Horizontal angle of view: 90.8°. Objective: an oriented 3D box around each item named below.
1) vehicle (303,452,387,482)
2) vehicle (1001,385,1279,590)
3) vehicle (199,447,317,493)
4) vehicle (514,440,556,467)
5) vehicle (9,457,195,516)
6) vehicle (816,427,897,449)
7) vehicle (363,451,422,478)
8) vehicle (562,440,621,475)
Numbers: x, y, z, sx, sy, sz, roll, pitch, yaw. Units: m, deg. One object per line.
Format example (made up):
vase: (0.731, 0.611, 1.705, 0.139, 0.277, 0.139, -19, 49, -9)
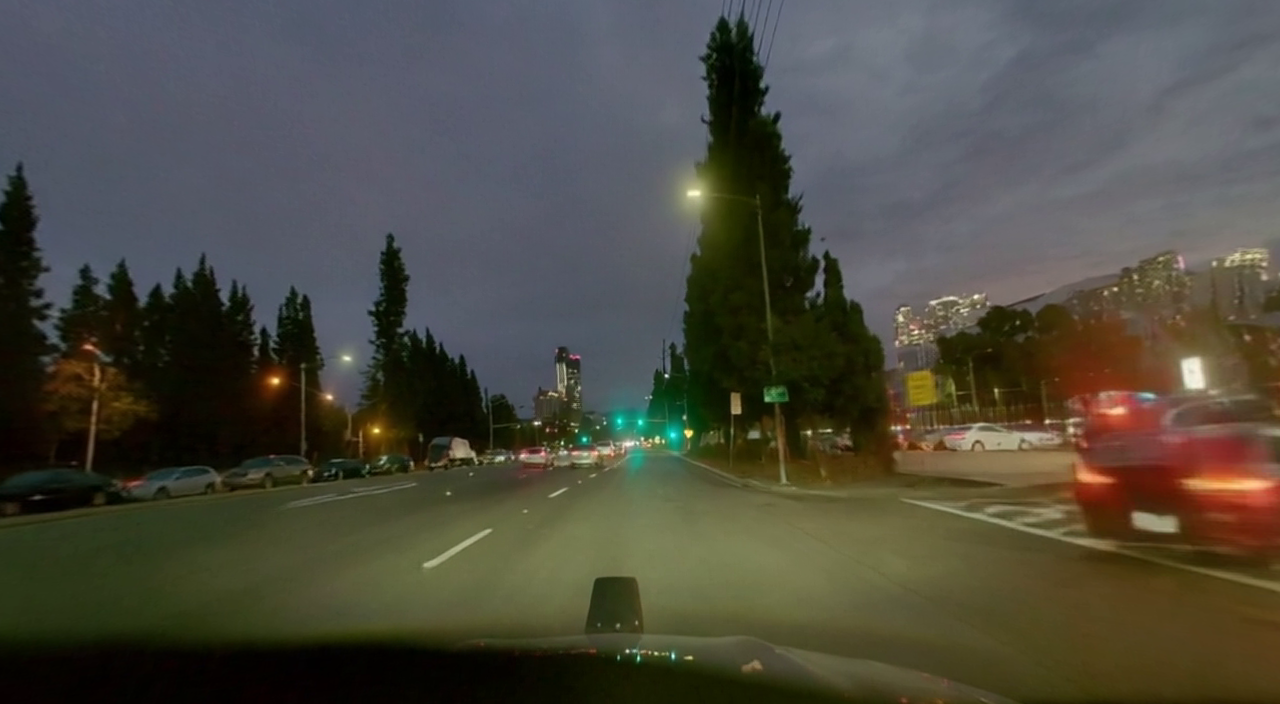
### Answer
vehicle: (-16.361, 6.374, 35.364, 2.162, 1.480, 5.017, 0, -8, 1)
vehicle: (6.401, 1.269, 6.591, 4.504, 1.513, 2.208, 4, -9, -23)
vehicle: (-16.399, 5.054, 27.474, 2.073, 1.749, 4.770, 0, -8, 1)
vehicle: (-7.360, 7.124, 44.657, 2.054, 1.744, 4.422, 0, -8, 2)
vehicle: (-16.429, 4.082, 19.678, 1.849, 1.472, 4.441, 0, -8, 1)
vehicle: (14.439, 5.798, 42.337, 4.739, 1.424, 1.936, 0, -8, 2)
vehicle: (-16.152, 7.353, 41.513, 2.024, 1.531, 4.580, 0, -8, 1)
vehicle: (-2.237, 5.042, 30.544, 2.235, 1.500, 4.420, 0, -8, 4)
